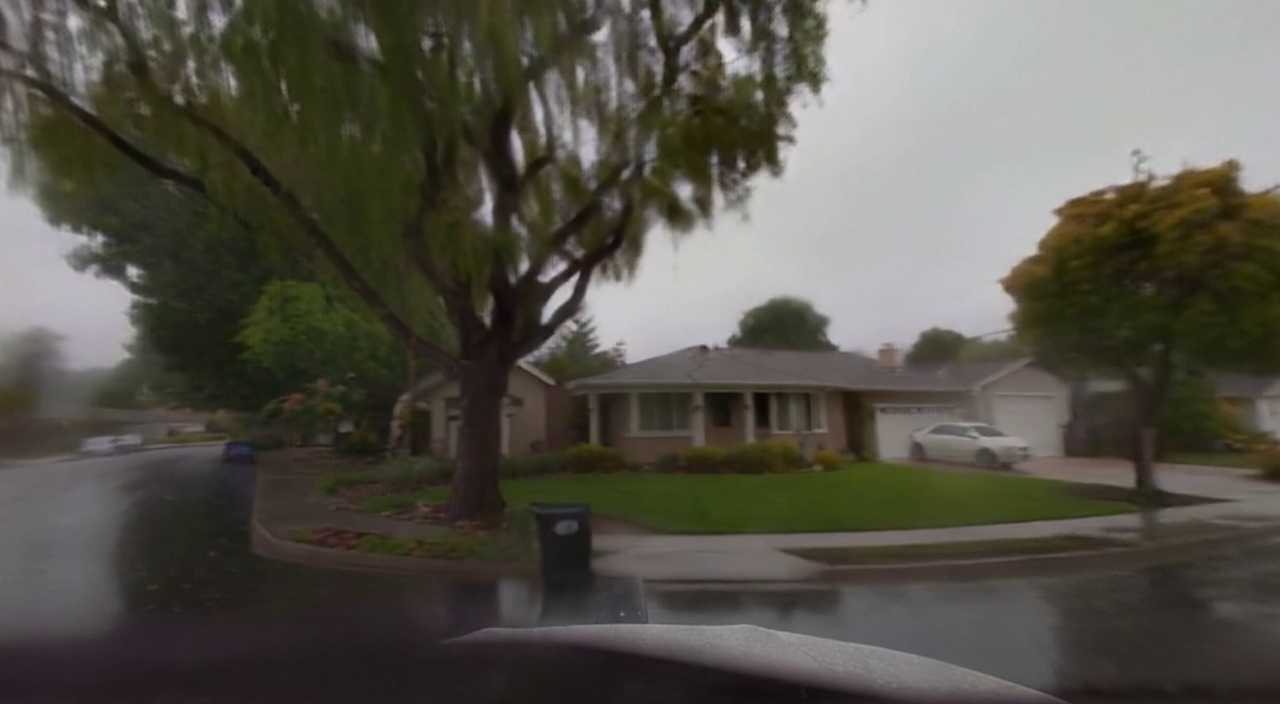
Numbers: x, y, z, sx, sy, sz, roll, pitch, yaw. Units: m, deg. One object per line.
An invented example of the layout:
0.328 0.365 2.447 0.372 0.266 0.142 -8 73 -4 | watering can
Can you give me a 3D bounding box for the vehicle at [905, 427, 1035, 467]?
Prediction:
13.607 3.955 26.329 1.844 1.495 4.404 5 -10 -30 | vehicle
